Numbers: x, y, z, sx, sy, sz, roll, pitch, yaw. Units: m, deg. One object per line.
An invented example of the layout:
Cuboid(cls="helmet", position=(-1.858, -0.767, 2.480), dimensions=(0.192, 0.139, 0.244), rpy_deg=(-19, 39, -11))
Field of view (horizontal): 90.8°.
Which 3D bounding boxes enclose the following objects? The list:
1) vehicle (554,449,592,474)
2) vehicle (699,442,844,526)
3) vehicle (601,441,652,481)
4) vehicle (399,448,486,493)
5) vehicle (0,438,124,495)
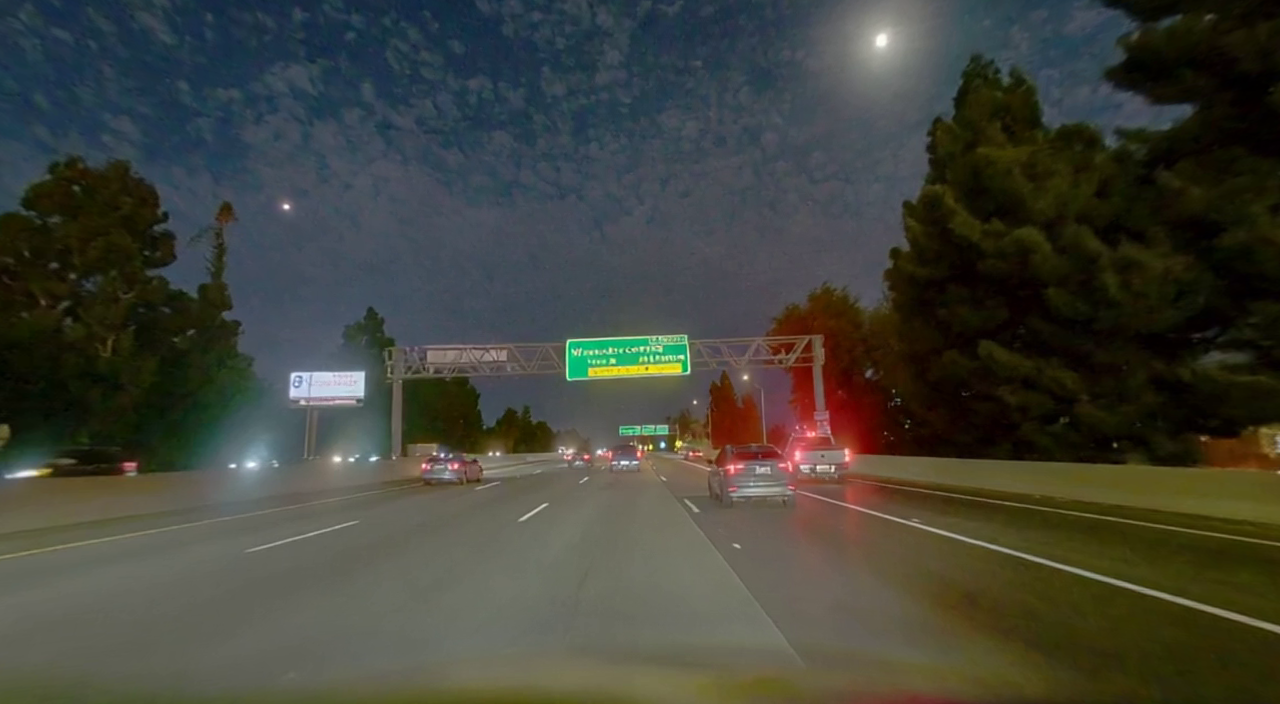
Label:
Cuboid(cls="vehicle", position=(-4.216, 6.951, 40.355), dimensions=(1.935, 1.487, 4.076), rpy_deg=(0, -8, 0))
Cuboid(cls="vehicle", position=(2.522, 2.646, 13.317), dimensions=(2.011, 1.462, 4.286), rpy_deg=(0, -8, -1))
Cuboid(cls="vehicle", position=(-0.620, 5.327, 31.156), dimensions=(2.323, 1.805, 4.729), rpy_deg=(0, -8, 0))
Cuboid(cls="vehicle", position=(-7.377, 4.433, 24.051), dimensions=(1.920, 1.482, 4.385), rpy_deg=(0, -8, 0))
Cuboid(cls="vehicle", position=(-19.460, 3.614, 20.309), dimensions=(1.878, 1.620, 4.561), rpy_deg=(0, -8, -1))
